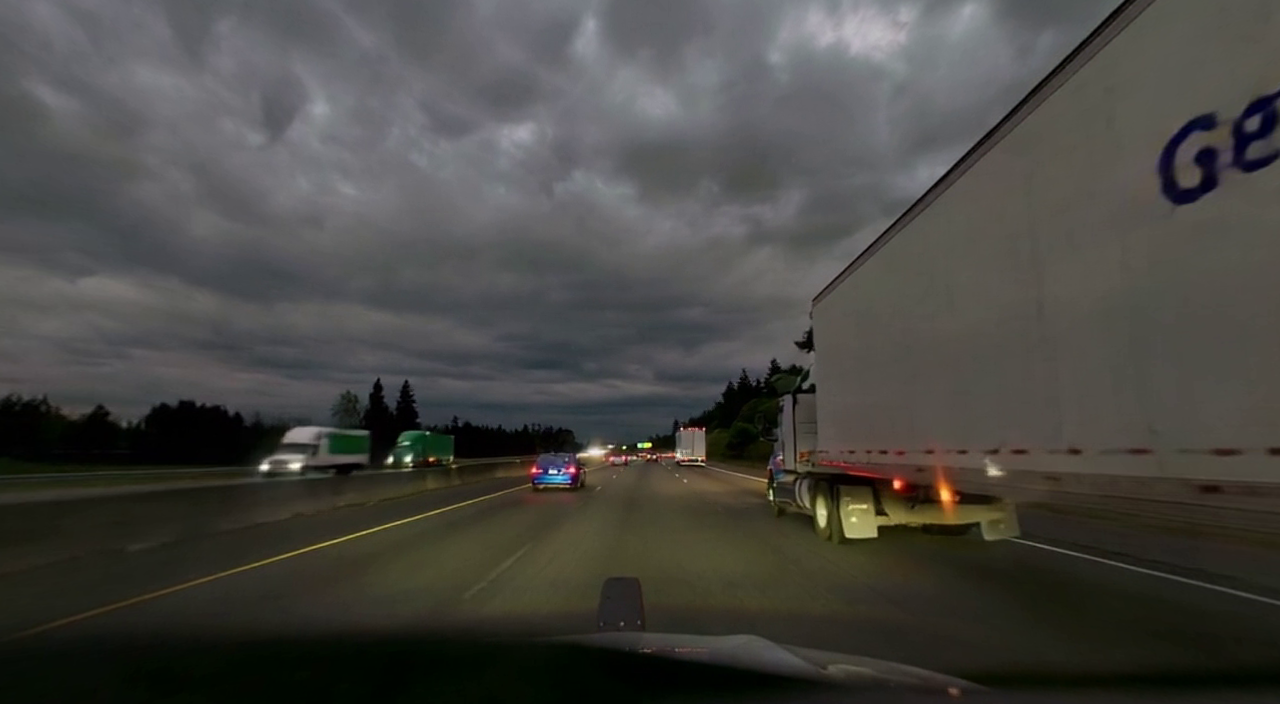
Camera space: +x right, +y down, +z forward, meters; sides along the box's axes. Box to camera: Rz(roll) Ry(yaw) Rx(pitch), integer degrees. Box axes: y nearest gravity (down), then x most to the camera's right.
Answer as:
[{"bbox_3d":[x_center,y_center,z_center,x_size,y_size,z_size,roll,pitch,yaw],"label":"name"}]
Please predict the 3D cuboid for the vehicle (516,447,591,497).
[{"bbox_3d":[-2.915,4.154,22.231,1.960,1.579,4.384,0,-9,1],"label":"vehicle"}]

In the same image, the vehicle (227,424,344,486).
[{"bbox_3d":[-17.979,5.265,32.419,2.478,2.841,5.807,0,-9,1],"label":"vehicle"}]

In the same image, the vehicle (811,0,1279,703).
[{"bbox_3d":[4.580,-0.002,4.304,2.858,3.952,13.731,0,-9,-1],"label":"vehicle"}]
